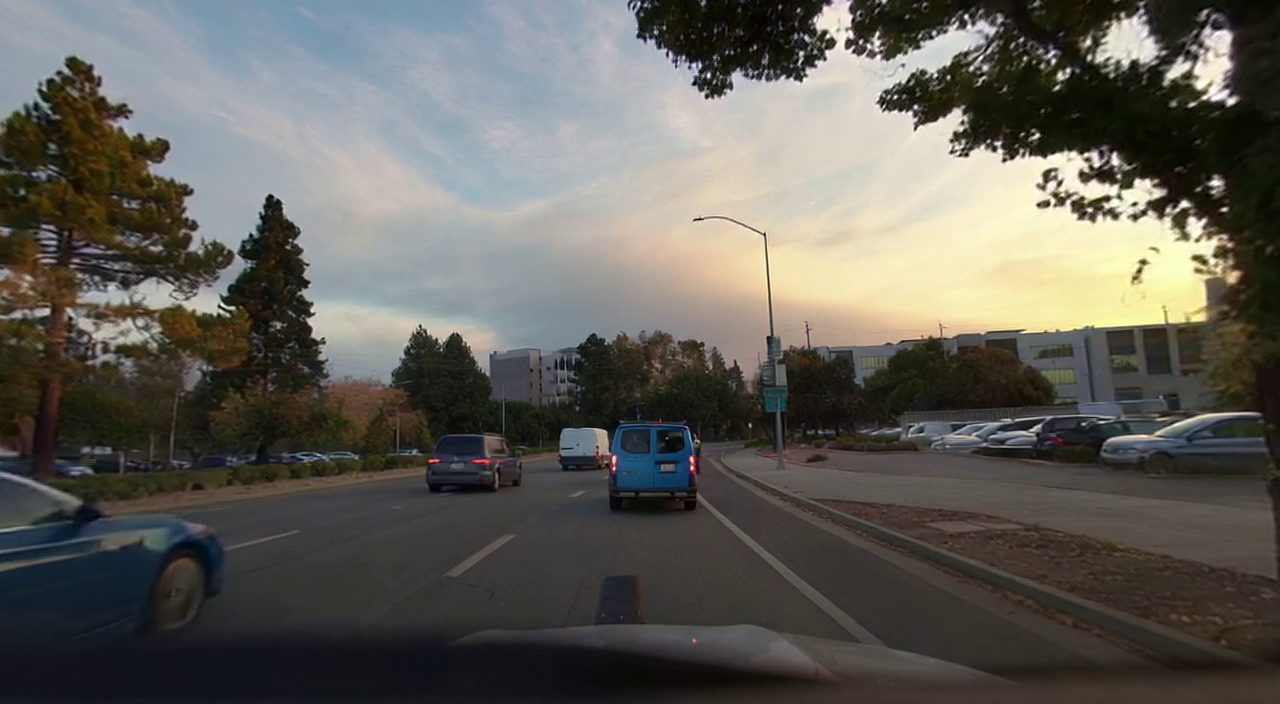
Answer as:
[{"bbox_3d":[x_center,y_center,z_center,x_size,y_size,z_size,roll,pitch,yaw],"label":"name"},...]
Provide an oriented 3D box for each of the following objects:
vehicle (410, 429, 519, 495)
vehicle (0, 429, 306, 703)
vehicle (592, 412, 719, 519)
[{"bbox_3d":[-5.078,3.271,19.097,2.116,1.714,4.757,0,-9,-2],"label":"vehicle"},{"bbox_3d":[-4.079,1.141,3.243,1.991,1.459,4.813,0,-9,2],"label":"vehicle"},{"bbox_3d":[0.323,2.278,13.040,2.173,1.830,4.189,0,-9,2],"label":"vehicle"}]
